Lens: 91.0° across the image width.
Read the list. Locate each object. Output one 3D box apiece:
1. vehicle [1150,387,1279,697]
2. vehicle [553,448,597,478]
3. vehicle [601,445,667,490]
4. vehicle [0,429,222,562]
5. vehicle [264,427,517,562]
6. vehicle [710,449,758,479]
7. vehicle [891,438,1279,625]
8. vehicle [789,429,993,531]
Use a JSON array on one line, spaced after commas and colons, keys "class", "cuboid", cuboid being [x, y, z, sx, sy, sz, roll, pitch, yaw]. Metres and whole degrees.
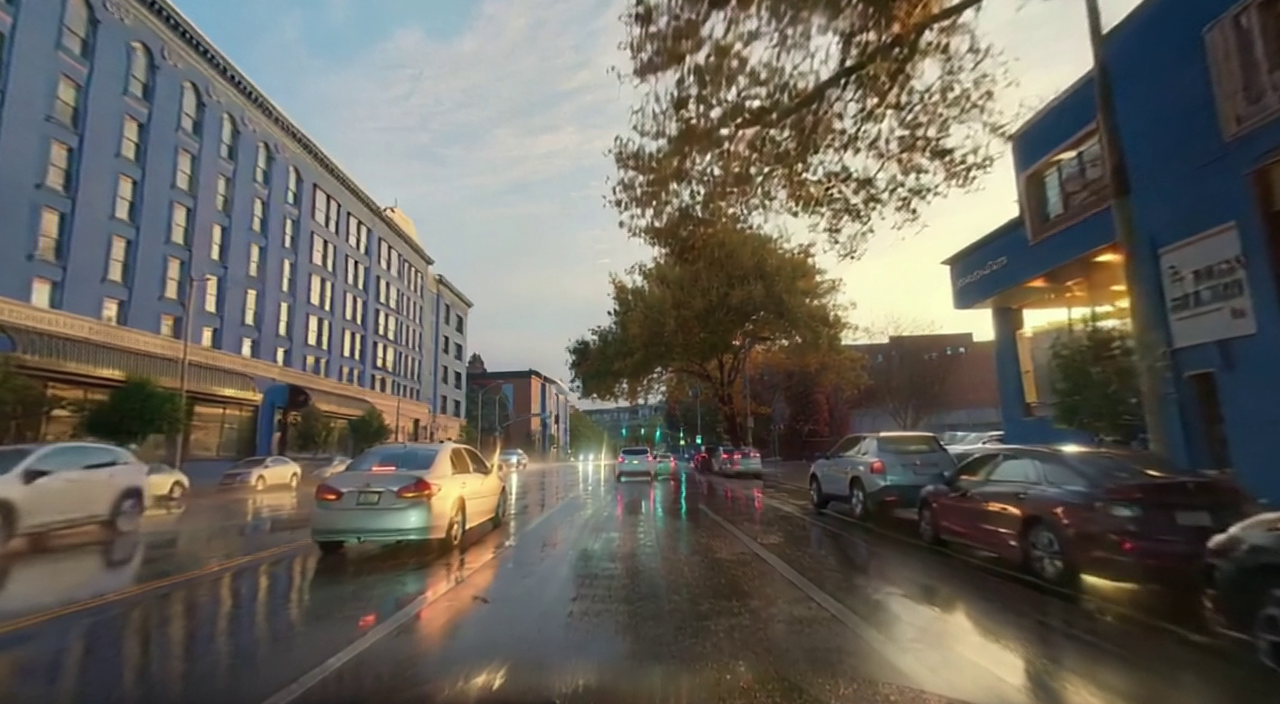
[{"class": "vehicle", "cuboid": [4.751, 0.828, 1.911, 2.001, 1.742, 4.996, 1, -9, -3]}, {"class": "vehicle", "cuboid": [-3.678, 6.341, 36.195, 1.972, 1.560, 4.066, 0, -9, 2]}, {"class": "vehicle", "cuboid": [-0.239, 4.264, 23.608, 2.230, 1.518, 4.113, 1, -9, -1]}, {"class": "vehicle", "cuboid": [-9.585, 2.188, 10.287, 2.186, 1.745, 4.693, 0, -9, 1]}, {"class": "vehicle", "cuboid": [-3.392, 2.026, 9.756, 1.934, 1.548, 4.635, 0, -9, 1]}, {"class": "vehicle", "cuboid": [4.976, 5.939, 33.707, 1.832, 1.491, 4.054, 1, -9, -2]}, {"class": "vehicle", "cuboid": [4.834, 1.816, 7.459, 1.910, 1.499, 4.495, 0, -9, 0]}, {"class": "vehicle", "cuboid": [4.907, 2.571, 13.303, 2.123, 1.736, 4.795, 1, -9, -3]}]
